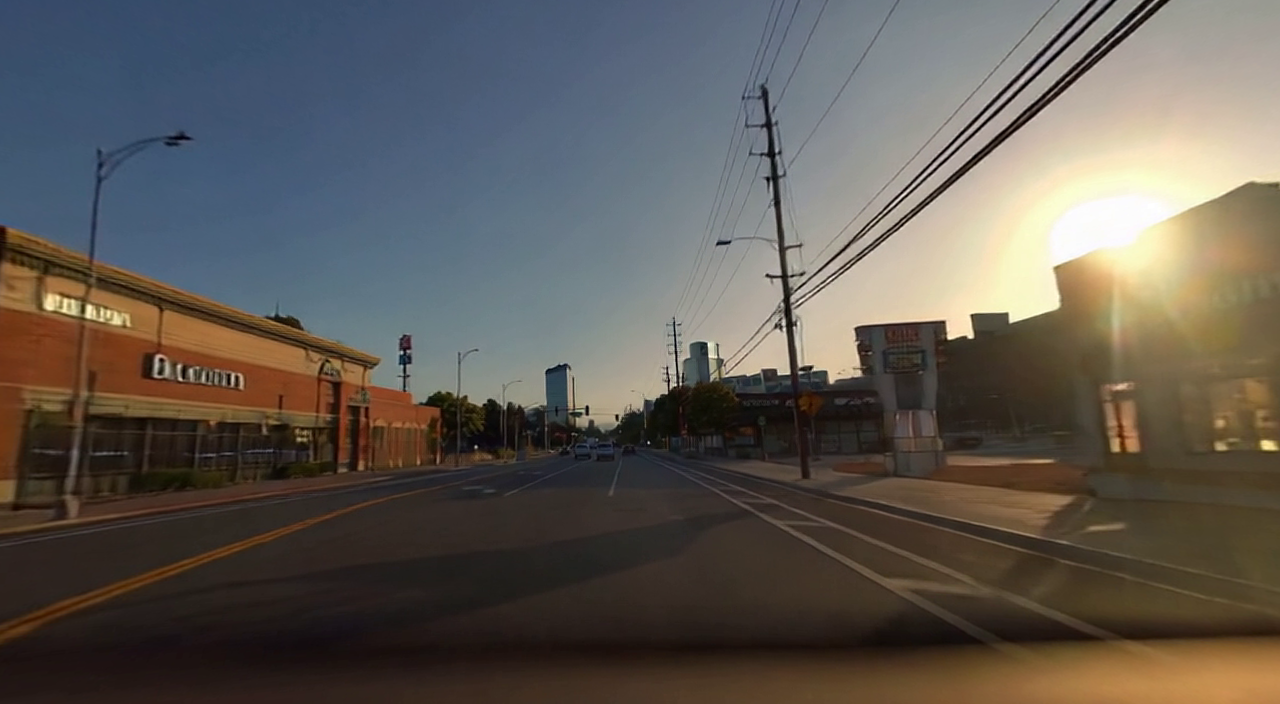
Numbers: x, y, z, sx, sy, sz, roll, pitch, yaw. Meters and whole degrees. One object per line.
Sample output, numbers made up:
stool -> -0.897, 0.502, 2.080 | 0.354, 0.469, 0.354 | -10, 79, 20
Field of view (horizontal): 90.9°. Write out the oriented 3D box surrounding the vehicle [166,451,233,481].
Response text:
vehicle -> -29.094, 7.460, 41.528 | 4.811, 1.756, 2.070 | -6, -11, 37
